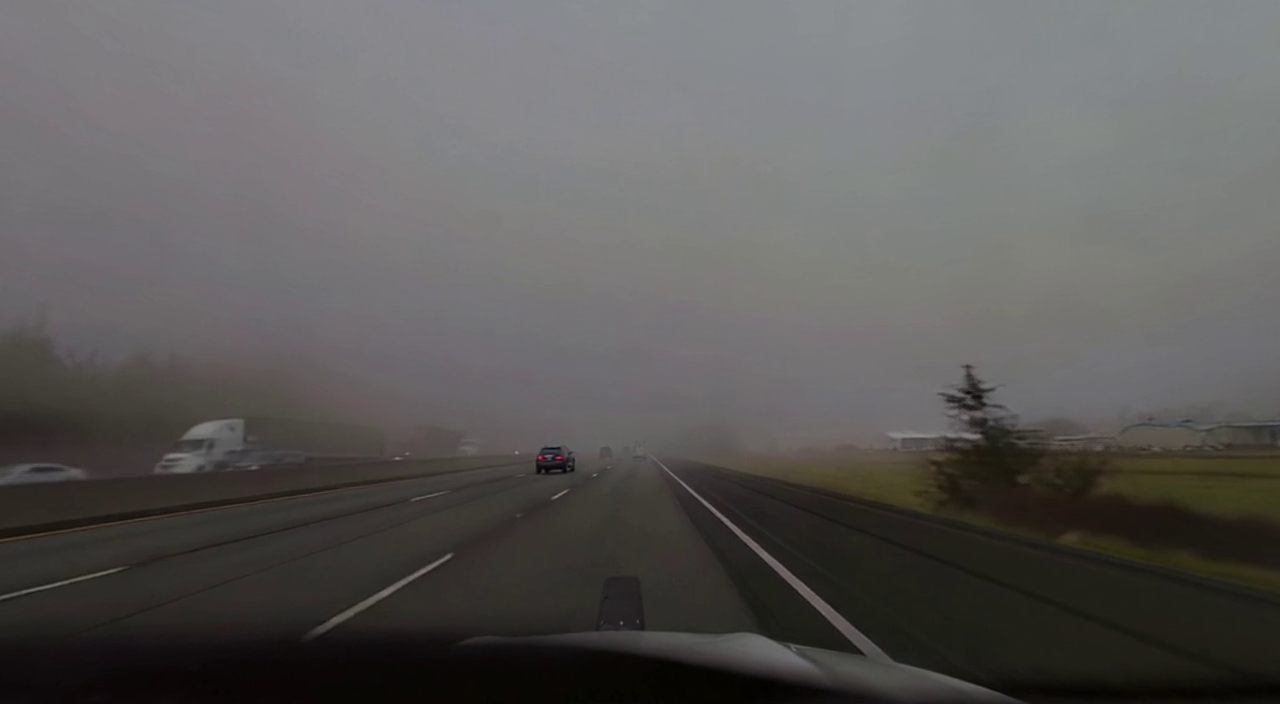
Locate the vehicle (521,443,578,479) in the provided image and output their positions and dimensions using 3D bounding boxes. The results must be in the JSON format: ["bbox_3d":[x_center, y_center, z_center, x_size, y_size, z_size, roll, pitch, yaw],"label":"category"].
[{"bbox_3d":[-4.042,4.950,28.885,1.954,1.541,4.079,0,-9,1],"label":"vehicle"}]

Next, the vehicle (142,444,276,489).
[{"bbox_3d":[-15.980,4.248,23.730,1.925,1.526,4.370,0,-9,0],"label":"vehicle"}]

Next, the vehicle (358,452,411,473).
[{"bbox_3d":[-19.324,8.362,47.925,1.947,1.459,4.851,0,-9,1],"label":"vehicle"}]
